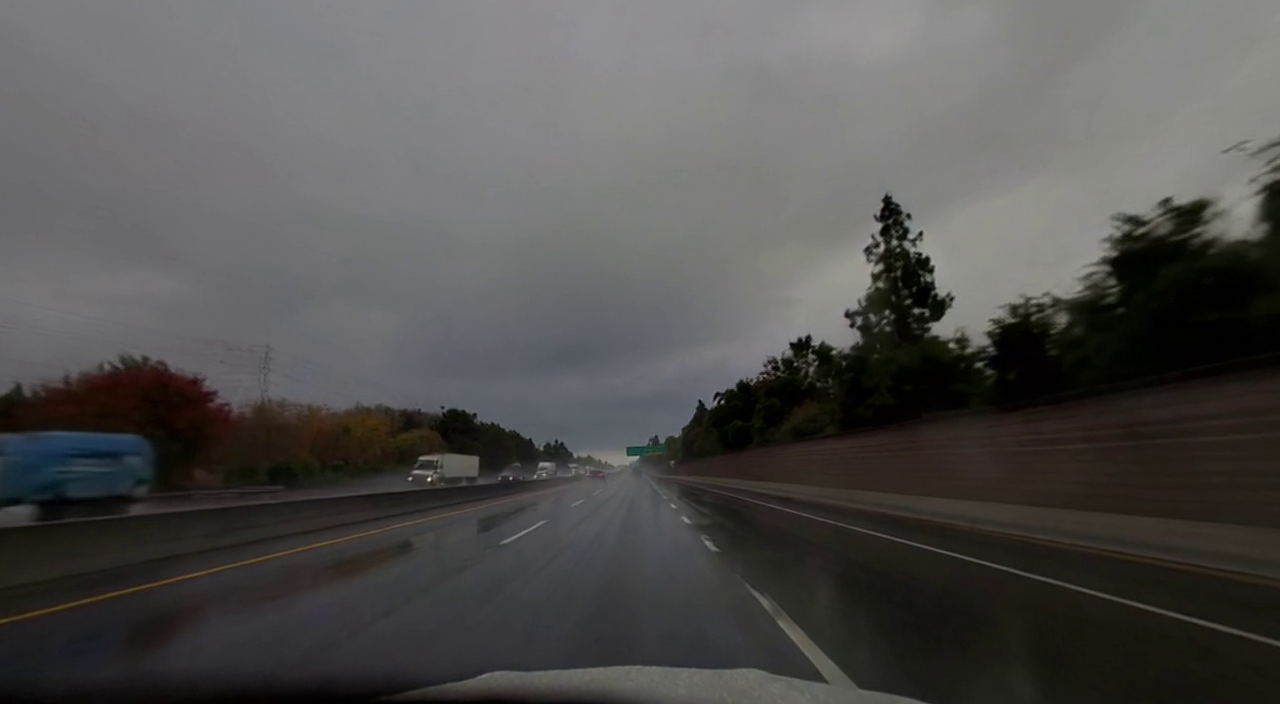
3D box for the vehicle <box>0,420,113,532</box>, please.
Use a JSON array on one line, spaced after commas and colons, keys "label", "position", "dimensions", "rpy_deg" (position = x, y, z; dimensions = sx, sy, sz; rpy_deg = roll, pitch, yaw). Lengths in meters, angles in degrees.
[{"label": "vehicle", "position": [-17.120, 3.040, 15.447], "dimensions": [2.485, 2.734, 6.652], "rpy_deg": [1, -11, 0]}]
